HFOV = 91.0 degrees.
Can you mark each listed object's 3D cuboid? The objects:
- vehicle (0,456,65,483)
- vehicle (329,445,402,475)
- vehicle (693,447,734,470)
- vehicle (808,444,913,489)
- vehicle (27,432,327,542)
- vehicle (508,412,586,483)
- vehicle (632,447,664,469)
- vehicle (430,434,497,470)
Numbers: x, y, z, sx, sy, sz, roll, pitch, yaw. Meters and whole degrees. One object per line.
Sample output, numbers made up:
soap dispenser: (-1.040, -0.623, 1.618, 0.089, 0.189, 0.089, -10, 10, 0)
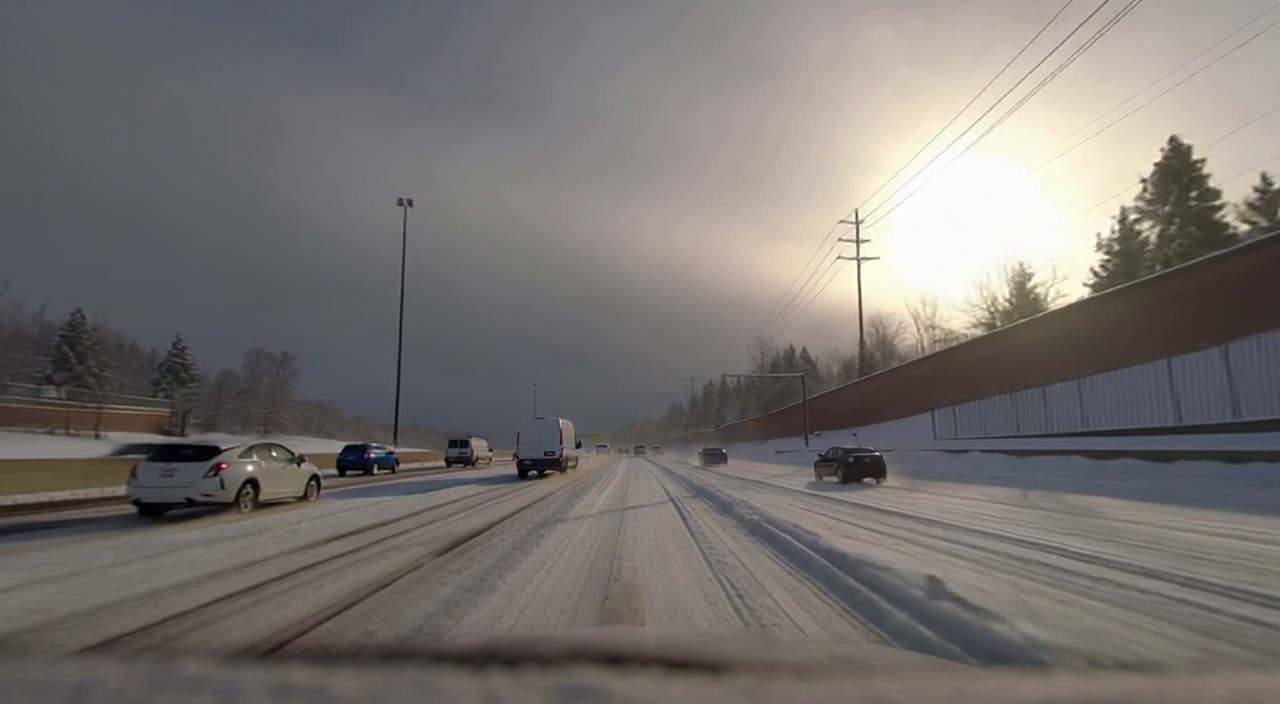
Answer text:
vehicle: (-37.159, 7.012, 37.715, 1.696, 1.480, 3.825, 0, -9, 0)
vehicle: (-15.138, 5.982, 35.078, 1.937, 1.523, 4.708, 0, -9, 0)
vehicle: (5.140, 7.482, 44.564, 2.095, 1.504, 4.536, 0, -9, -3)
vehicle: (7.837, 4.101, 22.914, 2.052, 1.470, 4.364, 0, -9, -3)
vehicle: (-7.680, 2.257, 11.193, 1.967, 1.525, 4.458, 0, -9, -1)
vehicle: (-3.789, 4.084, 26.940, 2.395, 2.660, 5.827, 0, -9, 0)
vehicle: (0.533, 7.425, 44.334, 2.084, 1.492, 4.137, 0, -9, -2)
vehicle: (-11.579, 6.637, 41.902, 2.596, 2.162, 6.328, 0, -9, 0)
